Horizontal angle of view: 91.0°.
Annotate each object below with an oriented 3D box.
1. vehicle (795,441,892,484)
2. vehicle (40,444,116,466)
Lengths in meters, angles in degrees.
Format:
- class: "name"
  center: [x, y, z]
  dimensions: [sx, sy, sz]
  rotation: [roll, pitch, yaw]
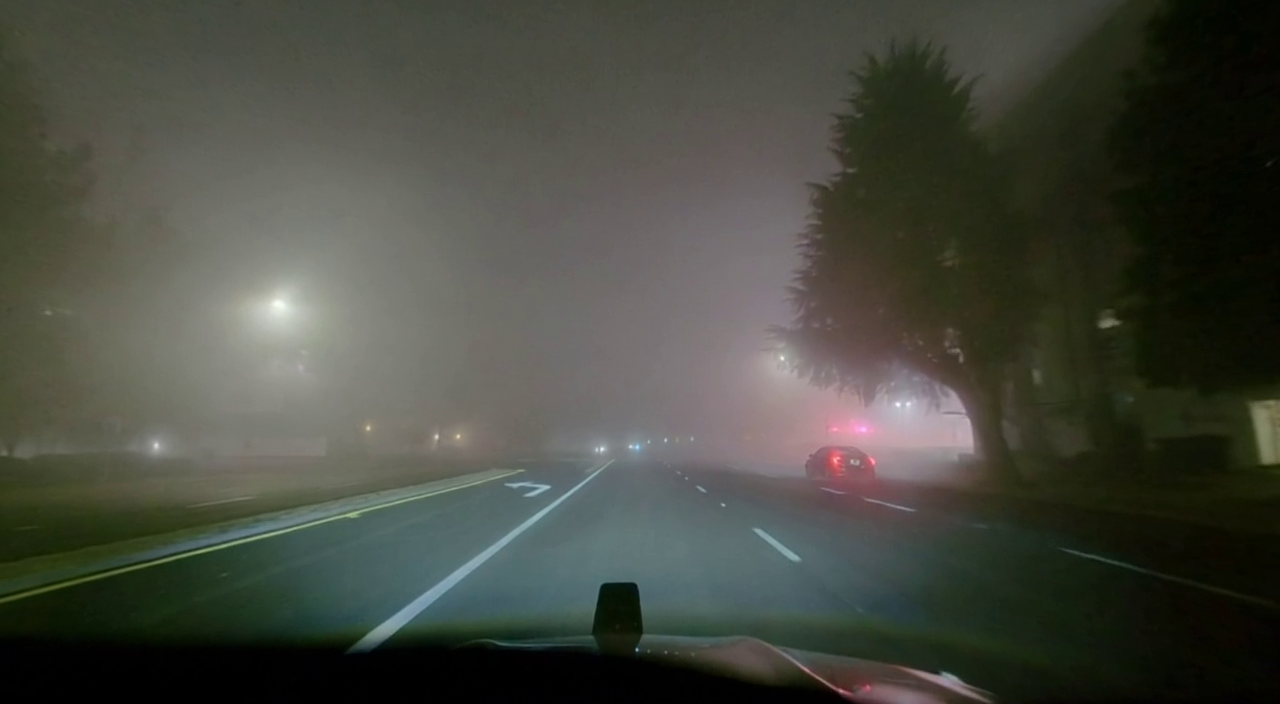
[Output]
- class: "vehicle"
  center: [7.431, 4.071, 23.546]
  dimensions: [2.054, 1.421, 4.487]
  rotation: [0, -8, -1]
- class: "vehicle"
  center: [-41.549, 7.591, 46.636]
  dimensions: [3.662, 1.533, 1.819]
  rotation: [3, -9, -19]
